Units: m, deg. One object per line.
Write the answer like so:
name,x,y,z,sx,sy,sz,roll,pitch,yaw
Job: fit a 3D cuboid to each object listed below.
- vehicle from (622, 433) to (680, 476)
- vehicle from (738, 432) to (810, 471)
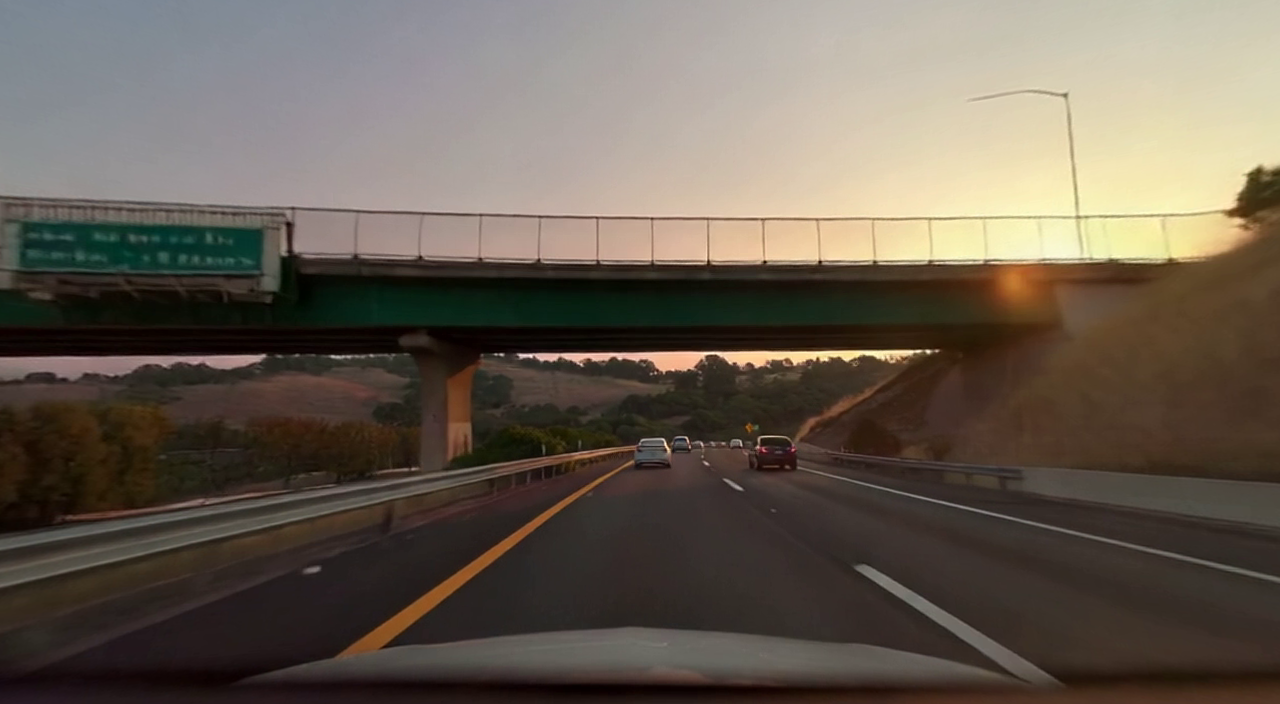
vehicle,0.479,3.815,23.695,1.993,1.461,3.812,-1,-8,3
vehicle,5.496,4.150,26.488,2.163,1.489,4.470,0,-8,2
